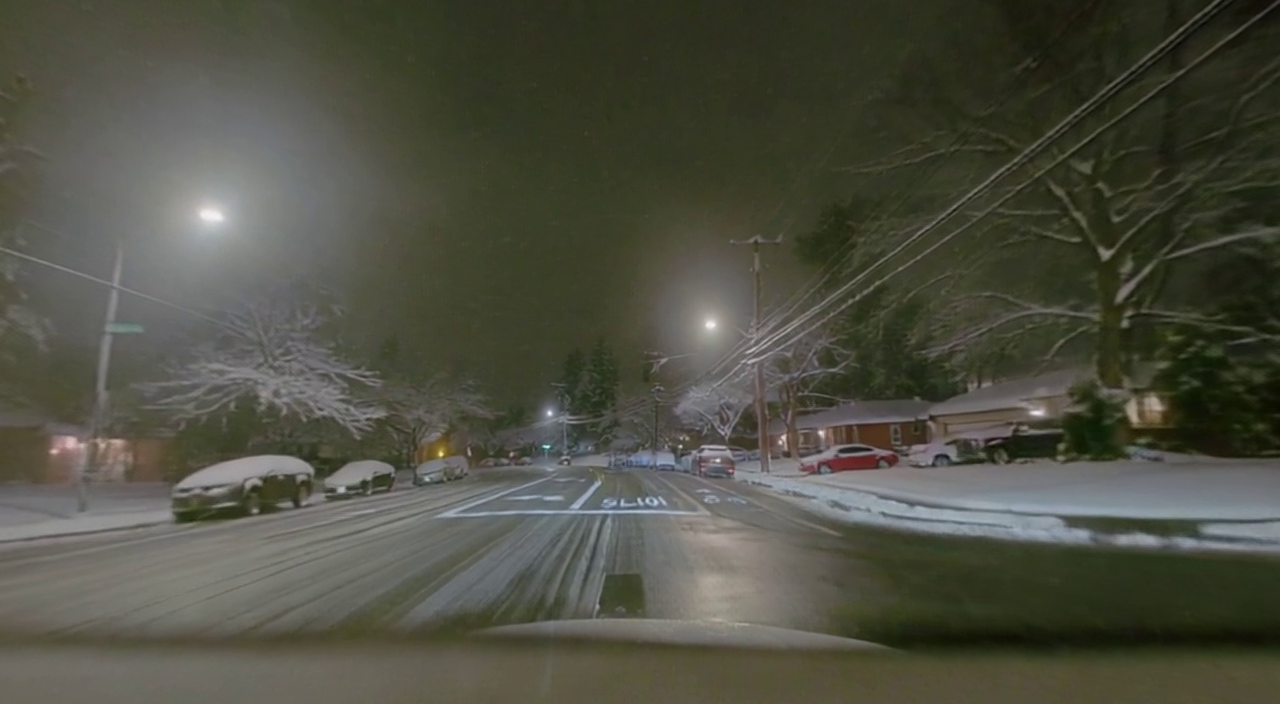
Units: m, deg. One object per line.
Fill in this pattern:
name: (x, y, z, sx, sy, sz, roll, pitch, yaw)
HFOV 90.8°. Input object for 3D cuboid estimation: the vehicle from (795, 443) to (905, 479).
vehicle: (10.082, 5.249, 30.522, 4.512, 1.477, 1.927, -2, -9, -4)

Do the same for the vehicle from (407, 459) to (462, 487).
vehicle: (-12.269, 7.224, 38.093, 2.012, 1.478, 4.661, 1, -9, -4)

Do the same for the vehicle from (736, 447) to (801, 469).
vehicle: (9.173, 7.598, 45.421, 4.158, 1.521, 1.921, 1, -9, -6)

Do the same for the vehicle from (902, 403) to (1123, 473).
vehicle: (12.785, 3.115, 22.037, 6.244, 2.050, 2.209, -9, -13, 37)

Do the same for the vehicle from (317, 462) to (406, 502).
vehicle: (-11.643, 5.455, 26.760, 1.948, 1.410, 4.361, 1, -9, -3)

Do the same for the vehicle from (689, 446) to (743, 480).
vehicle: (4.186, 6.192, 35.703, 2.184, 1.770, 4.651, 1, -9, -4)

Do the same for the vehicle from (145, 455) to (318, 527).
vehicle: (-11.591, 3.911, 18.416, 2.037, 1.755, 4.434, 0, -9, 0)
